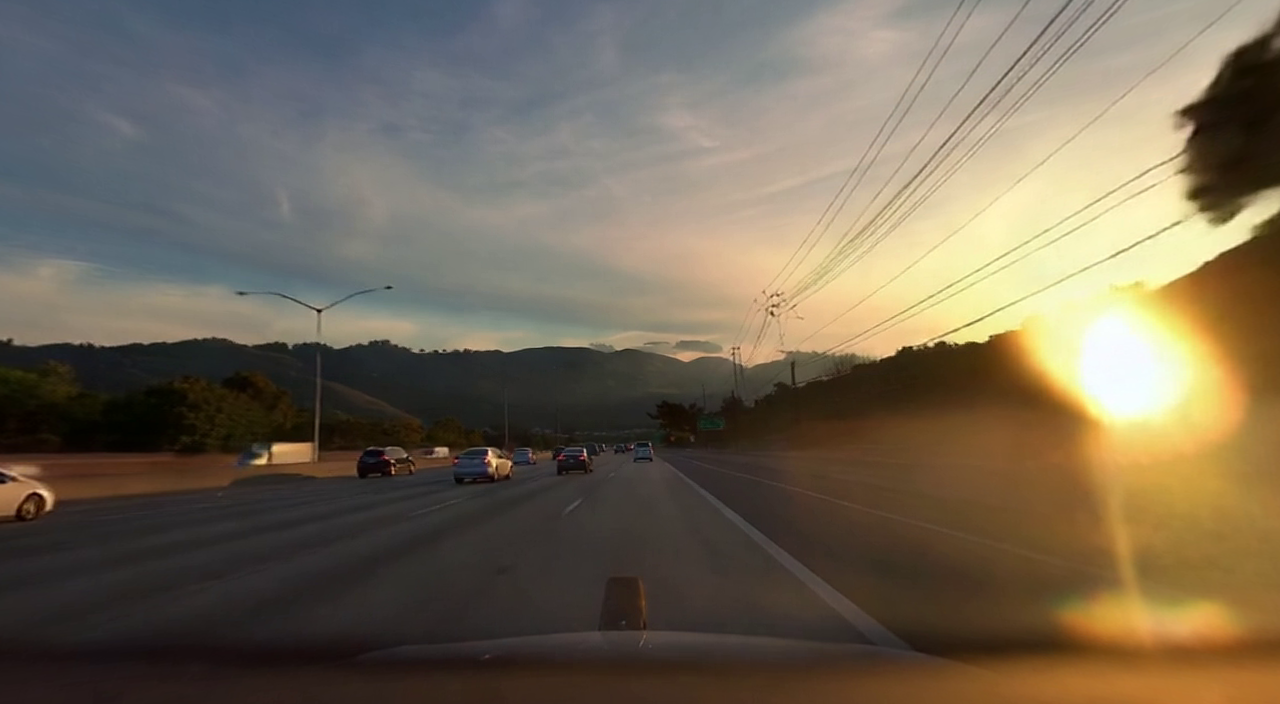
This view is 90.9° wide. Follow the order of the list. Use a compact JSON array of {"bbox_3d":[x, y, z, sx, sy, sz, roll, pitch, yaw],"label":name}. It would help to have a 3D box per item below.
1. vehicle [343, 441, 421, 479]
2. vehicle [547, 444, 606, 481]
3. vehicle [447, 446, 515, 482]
[{"bbox_3d":[-14.269,5.999,35.276,2.172,1.946,5.017,0,-9,1],"label":"vehicle"},{"bbox_3d":[-2.639,4.738,27.258,2.064,1.446,4.409,0,-9,1],"label":"vehicle"},{"bbox_3d":[-7.082,5.023,28.502,1.899,1.472,4.202,0,-9,1],"label":"vehicle"}]
